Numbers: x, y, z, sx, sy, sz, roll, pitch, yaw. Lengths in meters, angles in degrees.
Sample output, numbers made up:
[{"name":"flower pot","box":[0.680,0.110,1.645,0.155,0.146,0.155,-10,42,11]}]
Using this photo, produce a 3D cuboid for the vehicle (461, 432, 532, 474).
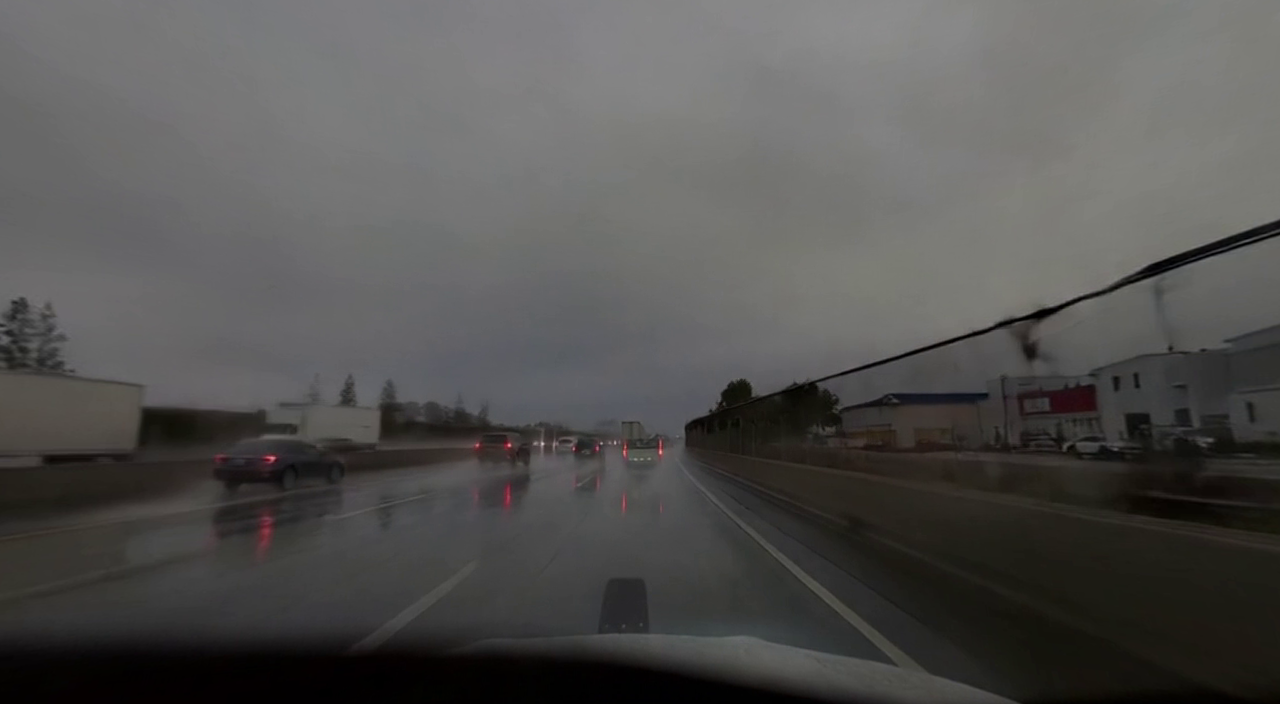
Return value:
[{"name":"vehicle","box":[-6.673,4.747,29.871,2.105,1.790,4.689,-1,-8,2]}]

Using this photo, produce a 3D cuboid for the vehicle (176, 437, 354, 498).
[{"name":"vehicle","box":[-10.443,3.231,18.158,1.910,1.501,5.004,-1,-8,2]}]

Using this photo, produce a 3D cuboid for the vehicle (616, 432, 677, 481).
[{"name":"vehicle","box":[0.252,3.964,24.171,2.136,1.678,4.052,0,-8,1]}]

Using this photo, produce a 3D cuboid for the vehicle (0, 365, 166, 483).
[{"name":"vehicle","box":[-24.020,2.451,21.574,2.888,4.123,16.307,0,-8,1]}]

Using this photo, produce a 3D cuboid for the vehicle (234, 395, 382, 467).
[{"name":"vehicle","box":[-19.984,5.008,39.245,2.950,3.847,11.043,0,-8,1]}]

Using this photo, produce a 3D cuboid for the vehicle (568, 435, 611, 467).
[{"name":"vehicle","box":[-3.006,6.001,38.393,2.108,1.832,4.549,-1,-8,2]}]

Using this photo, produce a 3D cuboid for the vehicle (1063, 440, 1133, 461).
[{"name":"vehicle","box":[35.369,7.598,48.880,1.855,1.490,4.704,0,-8,0]}]
